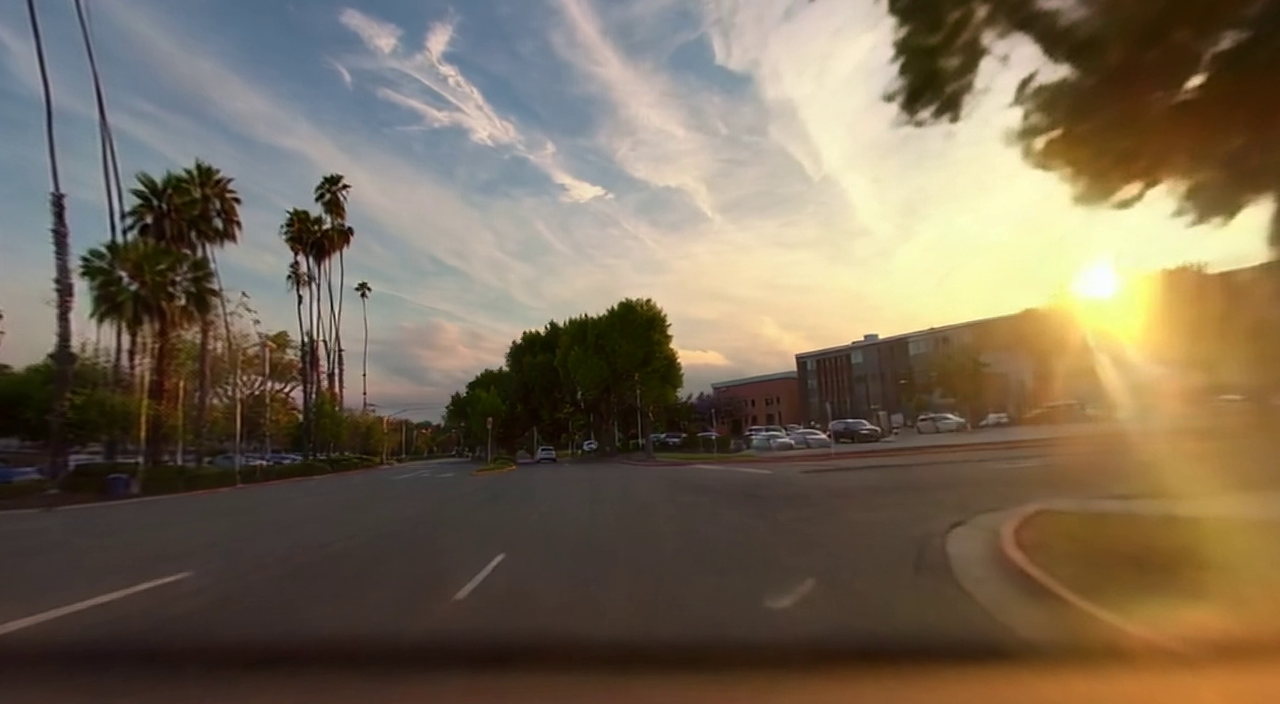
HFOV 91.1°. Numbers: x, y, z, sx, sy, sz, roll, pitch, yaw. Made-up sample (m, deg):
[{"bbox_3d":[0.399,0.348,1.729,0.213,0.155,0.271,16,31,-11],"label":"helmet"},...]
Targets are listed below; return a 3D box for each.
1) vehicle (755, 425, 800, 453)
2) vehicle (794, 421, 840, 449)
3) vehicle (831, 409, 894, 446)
[{"bbox_3d":[8.884,5.691,41.012,2.196,1.715,4.918,-1,-8,5],"label":"vehicle"},{"bbox_3d":[11.474,5.447,41.039,2.065,1.687,4.584,-1,-8,5],"label":"vehicle"},{"bbox_3d":[14.412,4.986,40.964,2.237,1.962,5.424,-8,-8,3],"label":"vehicle"}]
